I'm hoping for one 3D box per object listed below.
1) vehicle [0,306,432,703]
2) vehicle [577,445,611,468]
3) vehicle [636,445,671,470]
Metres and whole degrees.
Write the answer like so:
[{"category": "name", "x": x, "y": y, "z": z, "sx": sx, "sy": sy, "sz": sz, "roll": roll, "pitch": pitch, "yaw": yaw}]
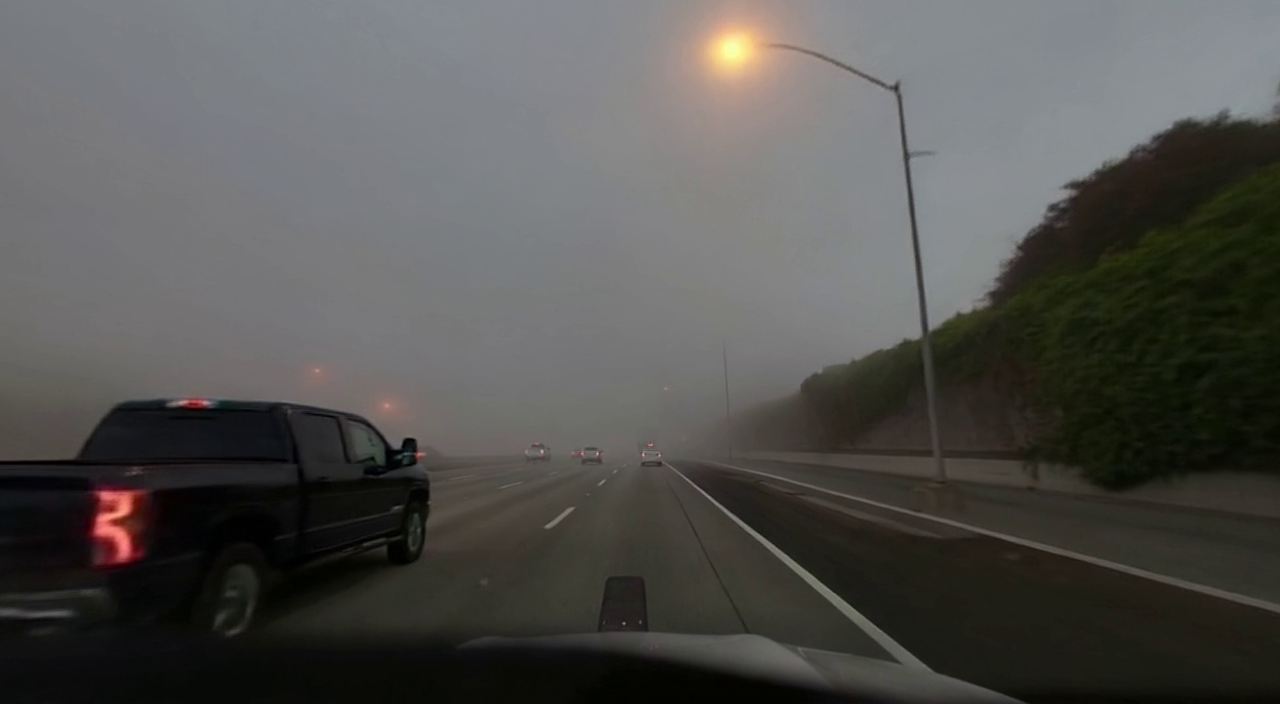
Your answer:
[{"category": "vehicle", "x": -3.213, "y": 1.020, "z": 3.974, "sx": 2.124, "sy": 1.787, "sz": 4.830, "roll": 0, "pitch": -8, "yaw": 0}, {"category": "vehicle", "x": -3.145, "y": 7.222, "z": 43.893, "sx": 2.056, "sy": 1.480, "sz": 4.022, "roll": -1, "pitch": -8, "yaw": 1}, {"category": "vehicle", "x": 0.820, "y": 6.585, "z": 39.608, "sx": 2.073, "sy": 1.480, "sz": 4.343, "roll": 0, "pitch": -8, "yaw": 0}]
